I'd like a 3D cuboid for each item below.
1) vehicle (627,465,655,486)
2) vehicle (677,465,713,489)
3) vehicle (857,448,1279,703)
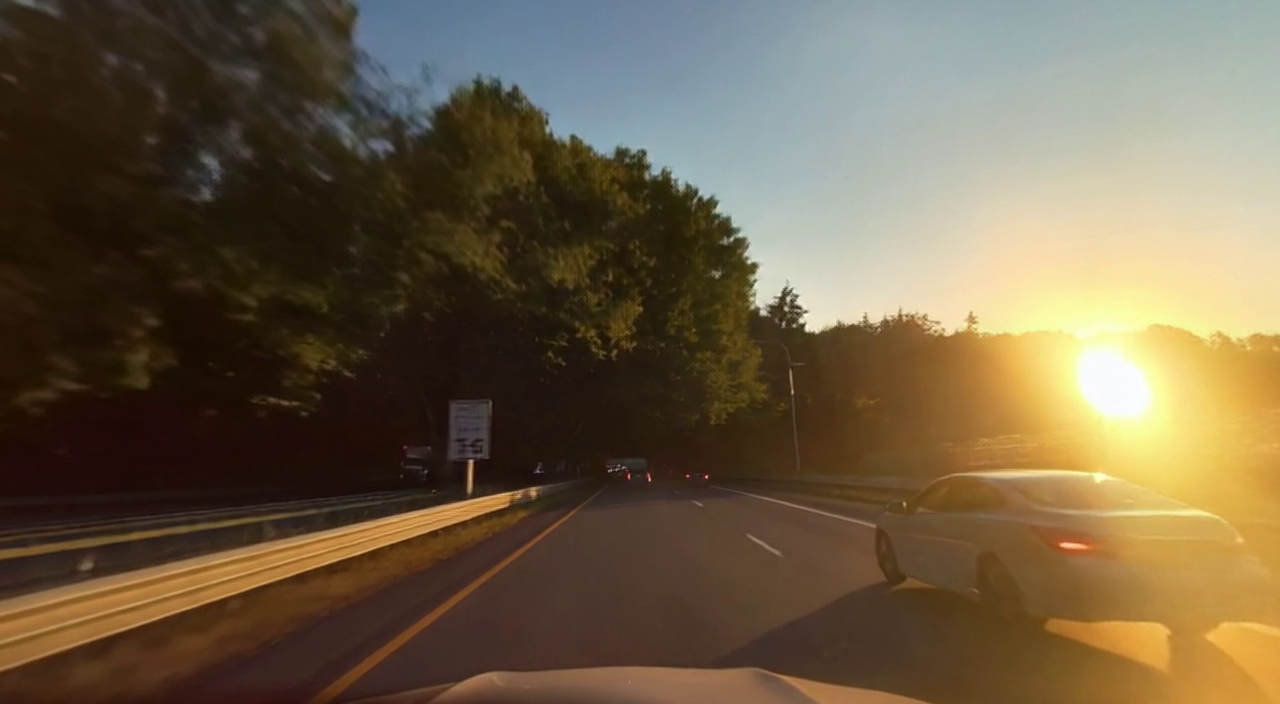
[{"bbox_3d":[0.065,8.969,45.854,1.980,1.483,3.865,1,-10,0],"label":"vehicle"},{"bbox_3d":[3.645,8.370,42.221,1.976,1.467,3.783,1,-10,-2],"label":"vehicle"},{"bbox_3d":[3.954,1.713,5.900,2.018,1.426,4.941,1,-10,-1],"label":"vehicle"}]
